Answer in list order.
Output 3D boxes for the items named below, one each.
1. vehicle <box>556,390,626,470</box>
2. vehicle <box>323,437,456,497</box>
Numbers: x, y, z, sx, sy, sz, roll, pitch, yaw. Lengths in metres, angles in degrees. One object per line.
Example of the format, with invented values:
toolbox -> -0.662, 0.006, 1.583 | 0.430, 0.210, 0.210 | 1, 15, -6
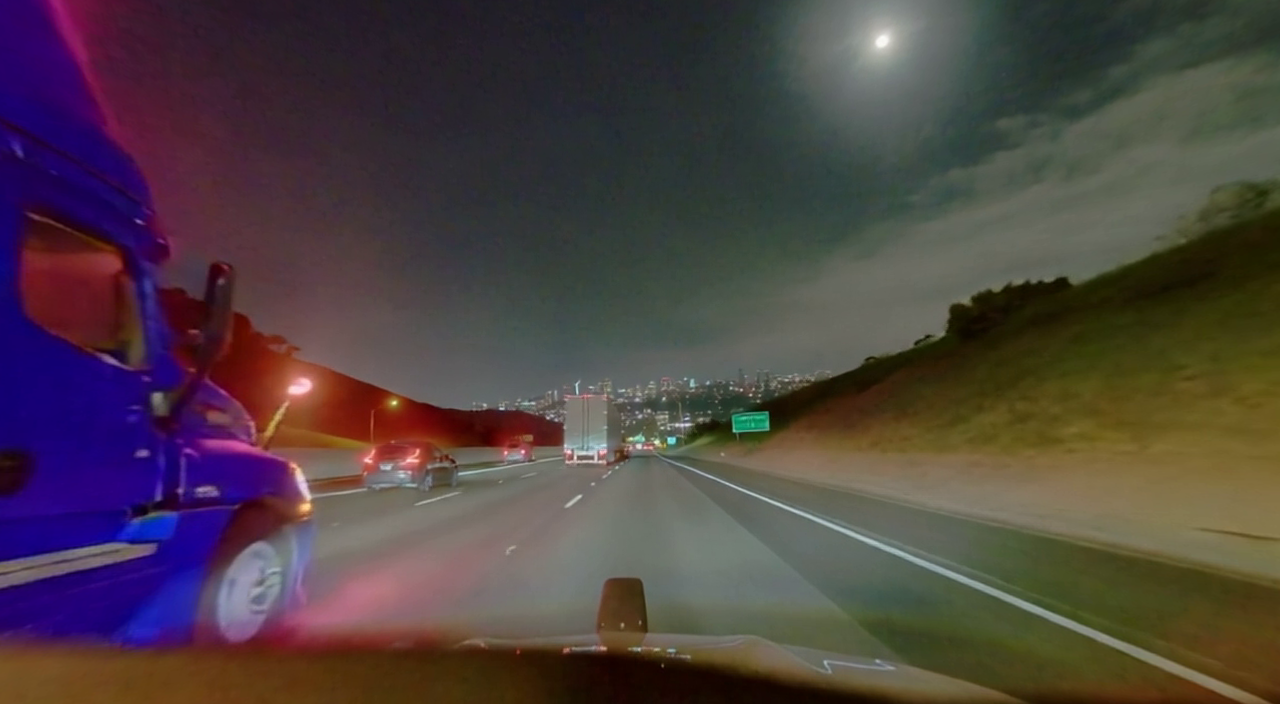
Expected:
vehicle -> -2.852, 5.479, 42.709 | 3.202, 4.352, 16.251 | 0, -8, 1
vehicle -> -7.011, 3.257, 18.271 | 1.911, 1.494, 4.555 | 0, -8, 1
